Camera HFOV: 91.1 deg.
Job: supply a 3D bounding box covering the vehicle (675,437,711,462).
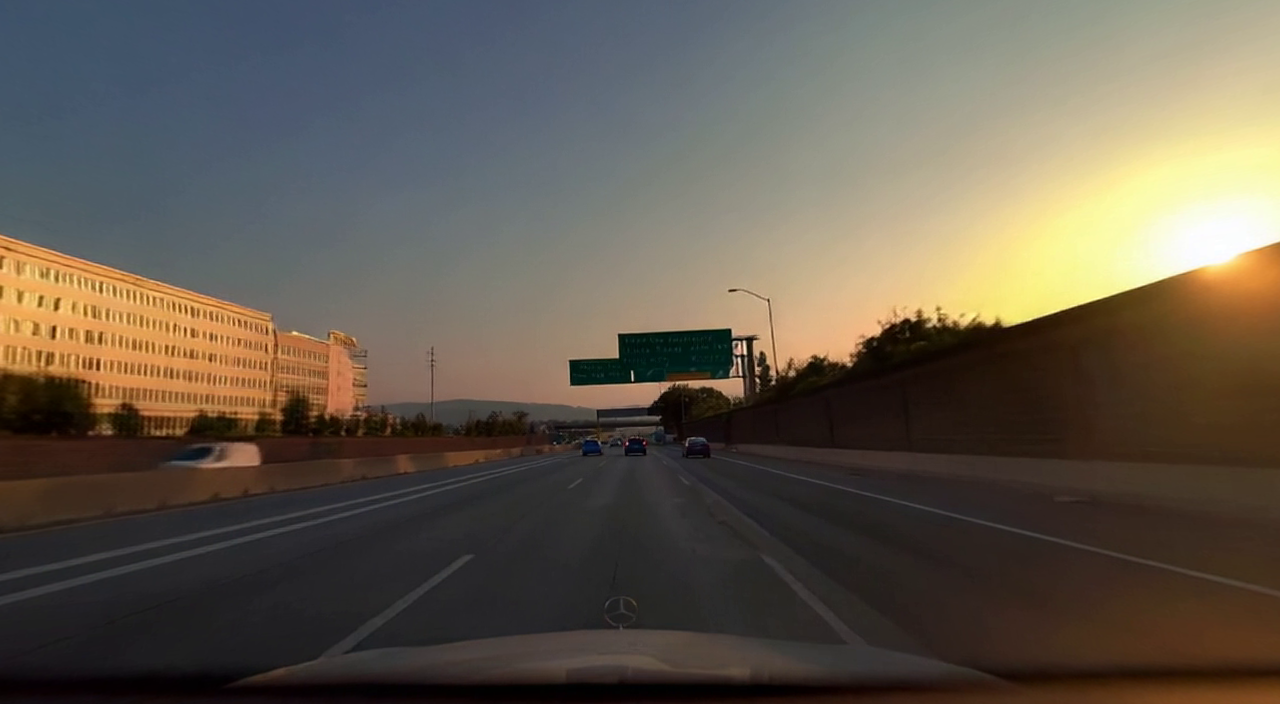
[{"bbox_3d":[3.467,6.393,41.440,1.992,1.532,3.996,0,-8,0],"label":"vehicle"}]
